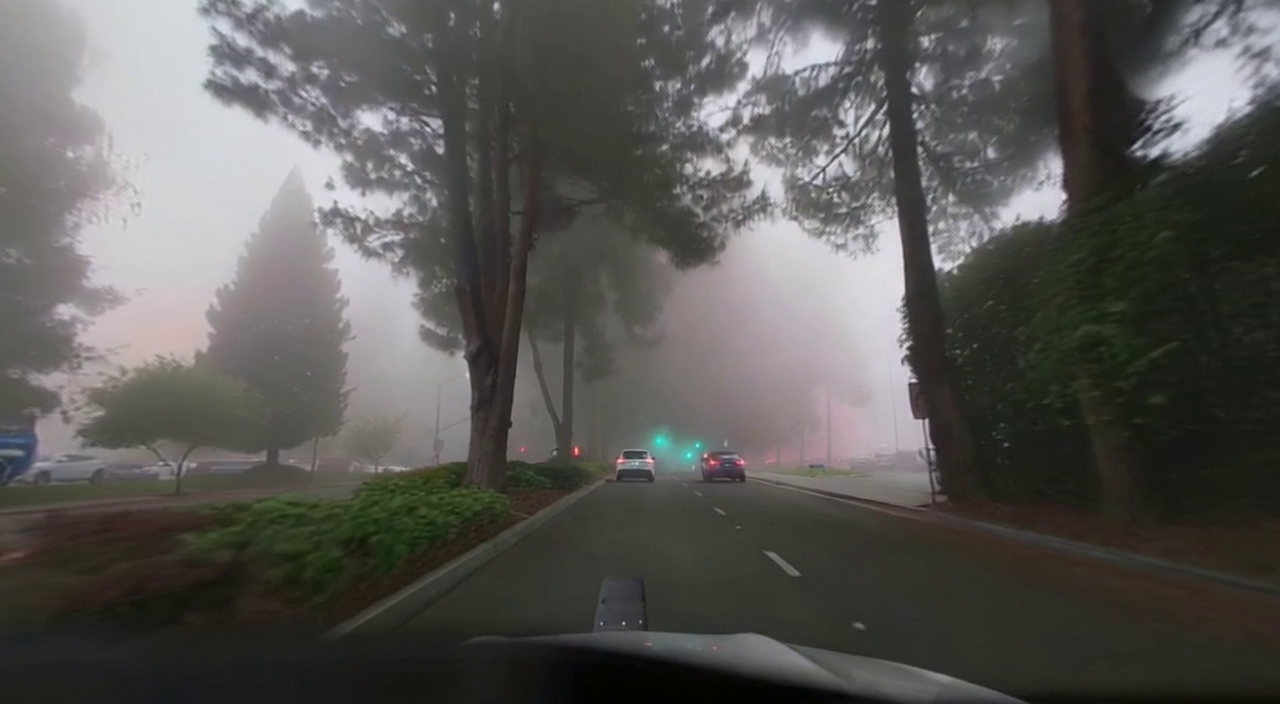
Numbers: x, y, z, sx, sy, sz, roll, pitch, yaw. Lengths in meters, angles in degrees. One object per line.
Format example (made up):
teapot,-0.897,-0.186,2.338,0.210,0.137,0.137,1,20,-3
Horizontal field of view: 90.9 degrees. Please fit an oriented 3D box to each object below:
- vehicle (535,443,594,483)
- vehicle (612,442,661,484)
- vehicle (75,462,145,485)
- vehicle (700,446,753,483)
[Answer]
vehicle,-3.383,5.082,29.217,2.047,1.710,4.314,0,-8,2
vehicle,-0.094,4.832,27.793,2.022,1.700,4.084,0,-8,1
vehicle,-39.543,9.071,47.216,1.750,1.462,4.400,1,-8,-6
vehicle,3.932,5.172,29.364,1.847,1.554,4.052,0,-8,-1
